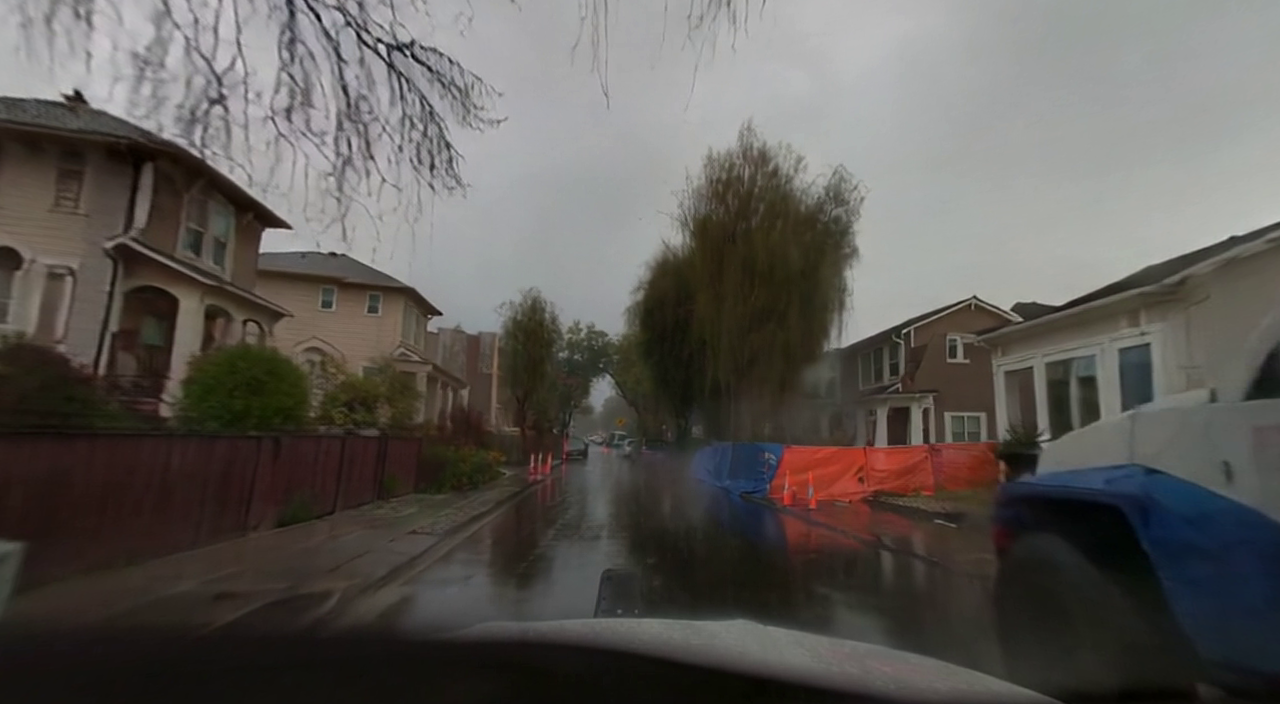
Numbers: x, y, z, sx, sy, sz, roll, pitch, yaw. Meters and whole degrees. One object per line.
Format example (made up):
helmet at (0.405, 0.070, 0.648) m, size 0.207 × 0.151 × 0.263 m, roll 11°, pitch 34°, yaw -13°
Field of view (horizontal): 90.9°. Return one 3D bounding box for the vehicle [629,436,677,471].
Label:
vehicle at (0.622, 5.402, 33.835) m, size 2.066 × 1.739 × 4.234 m, roll 1°, pitch -8°, yaw -6°

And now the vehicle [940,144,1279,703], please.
vehicle at (3.336, 0.699, 3.575) m, size 1.758 × 2.572 × 2.706 m, roll 8°, pitch -13°, yaw -6°
